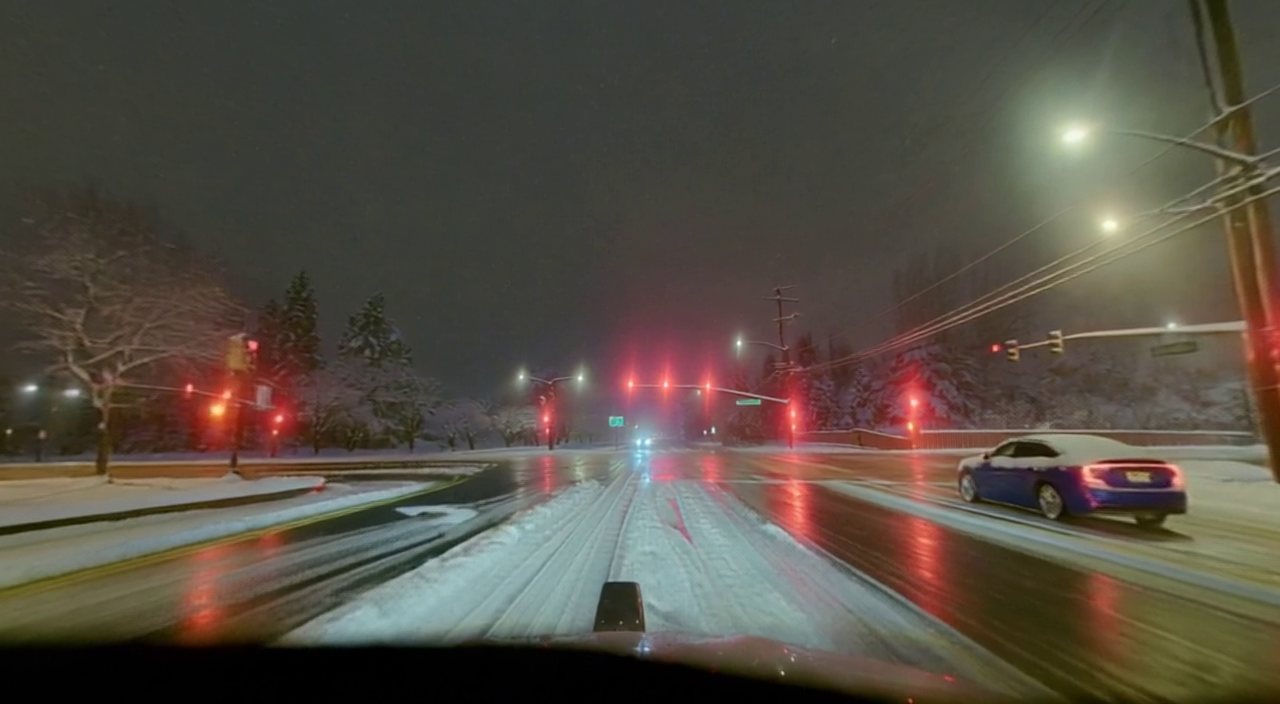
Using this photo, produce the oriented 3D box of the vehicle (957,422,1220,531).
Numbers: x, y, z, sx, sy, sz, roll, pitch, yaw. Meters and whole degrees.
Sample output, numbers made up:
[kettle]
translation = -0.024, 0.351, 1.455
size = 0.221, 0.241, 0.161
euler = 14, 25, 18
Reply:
[vehicle]
translation = 7.398, 2.072, 10.972
size = 1.797, 1.544, 3.685
euler = 0, -9, 0
